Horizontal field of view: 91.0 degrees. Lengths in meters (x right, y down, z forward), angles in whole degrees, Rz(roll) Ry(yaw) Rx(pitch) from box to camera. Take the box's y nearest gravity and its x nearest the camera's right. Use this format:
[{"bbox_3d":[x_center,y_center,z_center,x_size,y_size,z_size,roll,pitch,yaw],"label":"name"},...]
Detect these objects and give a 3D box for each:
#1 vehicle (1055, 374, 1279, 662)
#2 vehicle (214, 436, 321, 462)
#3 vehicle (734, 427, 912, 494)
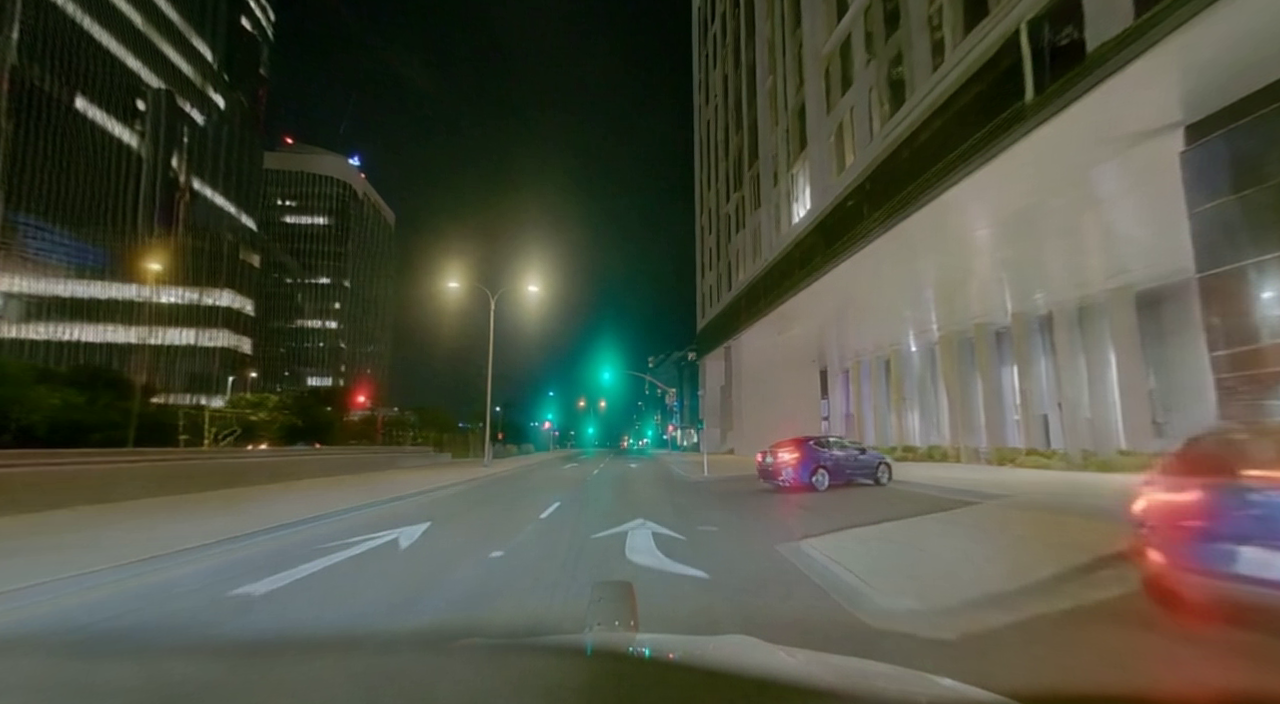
[{"bbox_3d":[5.009,1.019,4.496,3.844,1.524,1.847,4,-9,-32],"label":"vehicle"},{"bbox_3d":[-19.531,5.094,33.302,2.660,1.211,4.739,-1,-8,2],"label":"vehicle"},{"bbox_3d":[4.673,2.709,16.141,4.033,1.514,1.974,3,-9,-25],"label":"vehicle"}]
